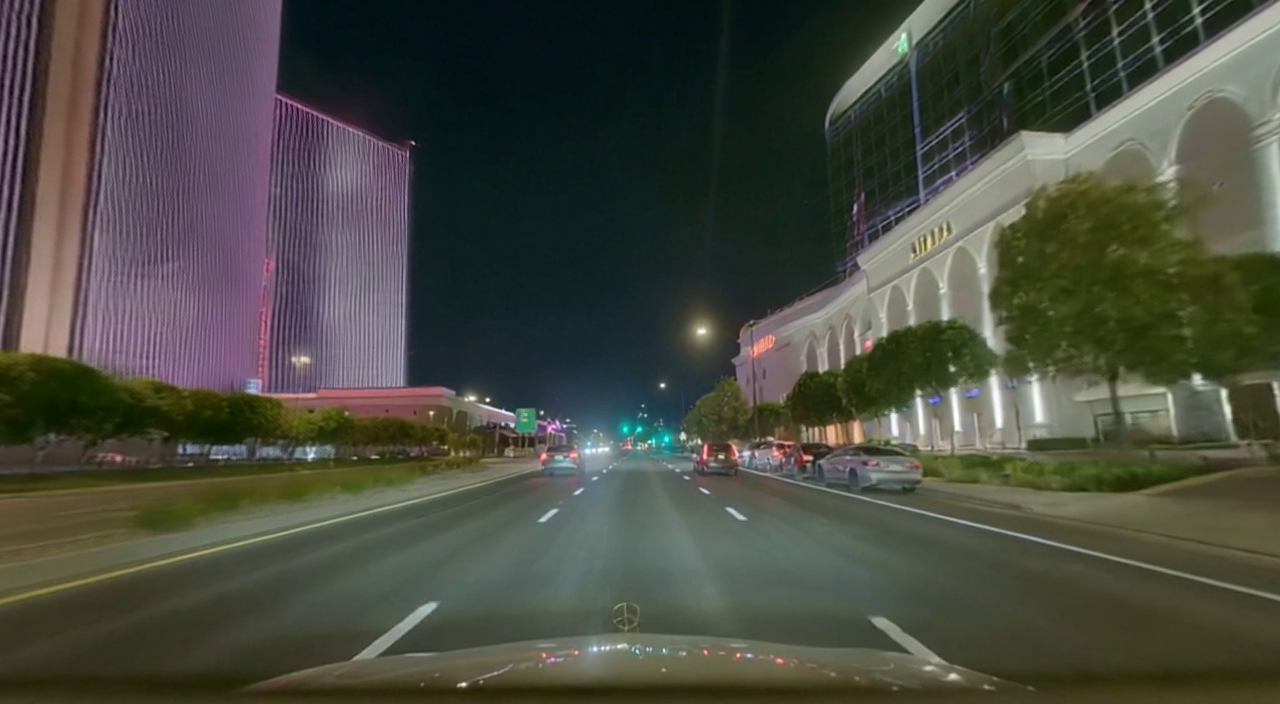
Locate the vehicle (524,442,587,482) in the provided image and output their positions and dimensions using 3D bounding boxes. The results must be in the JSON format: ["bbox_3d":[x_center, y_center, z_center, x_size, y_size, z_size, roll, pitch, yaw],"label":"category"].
[{"bbox_3d":[-3.374,4.492,25.982,2.005,1.477,4.169,0,-8,0],"label":"vehicle"}]

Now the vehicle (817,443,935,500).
[{"bbox_3d":[6.918,3.515,19.054,1.876,1.478,4.670,0,-8,1],"label":"vehicle"}]

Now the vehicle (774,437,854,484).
[{"bbox_3d":[6.997,4.385,25.792,2.039,1.749,4.193,0,-8,-1],"label":"vehicle"}]

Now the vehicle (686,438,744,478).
[{"bbox_3d":[3.483,4.987,29.998,2.083,1.743,4.354,0,-8,-2],"label":"vehicle"}]
